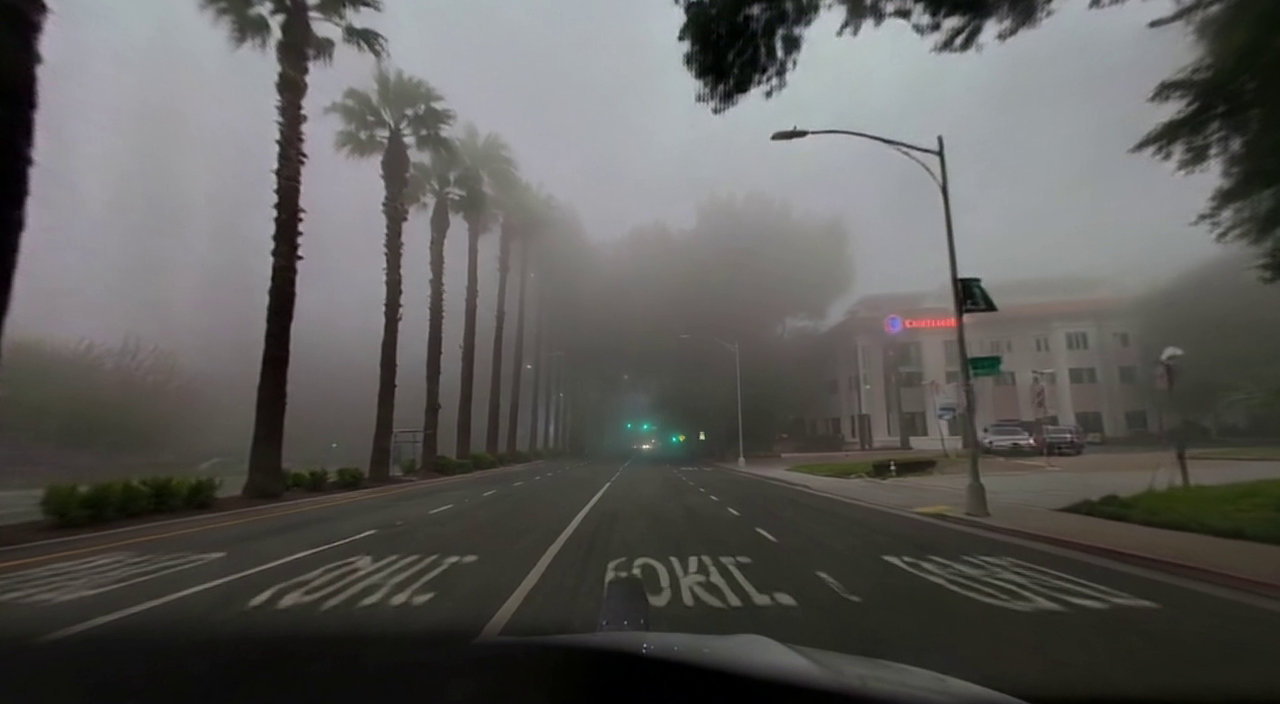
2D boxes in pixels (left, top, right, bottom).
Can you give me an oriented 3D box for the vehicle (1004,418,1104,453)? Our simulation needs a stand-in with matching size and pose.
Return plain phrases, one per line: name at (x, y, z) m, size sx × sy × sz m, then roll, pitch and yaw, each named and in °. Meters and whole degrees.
vehicle at (22.877, 4.677, 35.104) m, size 2.222 × 1.818 × 5.099 m, roll 0°, pitch -8°, yaw 2°
